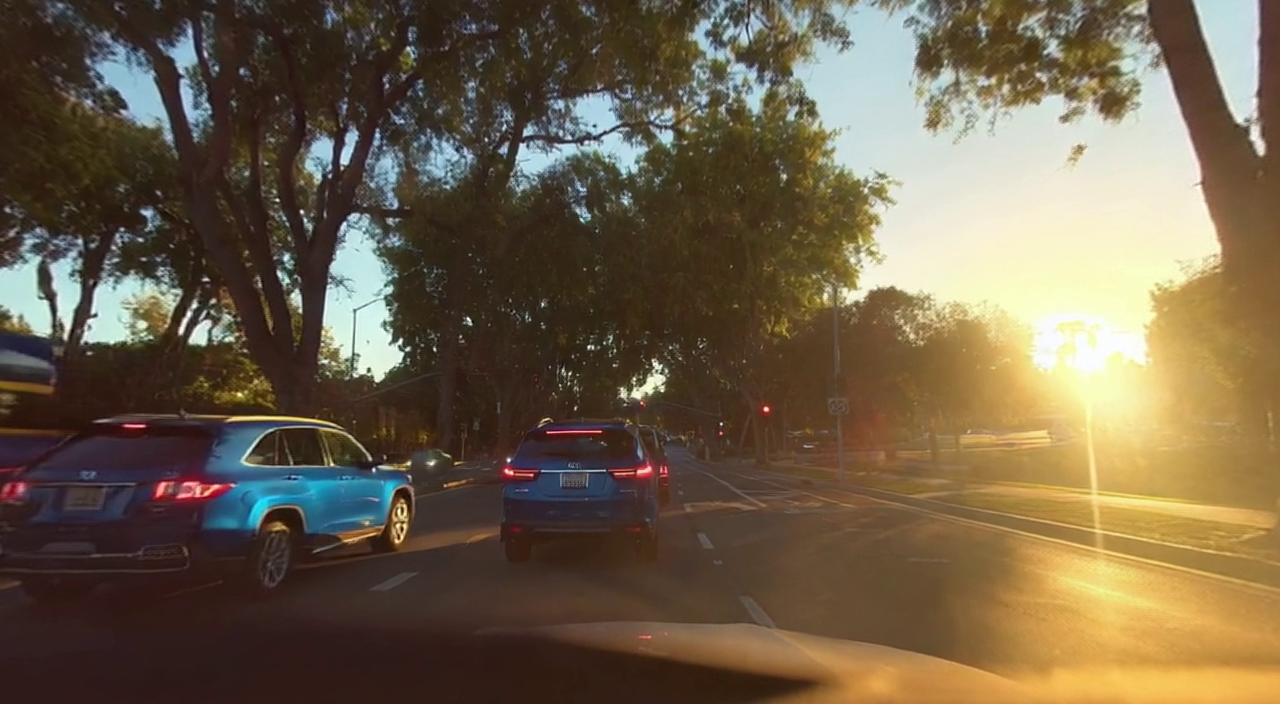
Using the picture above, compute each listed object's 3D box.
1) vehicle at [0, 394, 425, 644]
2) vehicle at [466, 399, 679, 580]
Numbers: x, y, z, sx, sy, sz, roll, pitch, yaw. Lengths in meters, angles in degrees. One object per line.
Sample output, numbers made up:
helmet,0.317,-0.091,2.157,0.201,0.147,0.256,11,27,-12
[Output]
vehicle,-4.073,1.458,6.580,2.009,1.673,4.454,0,-8,1
vehicle,-0.583,1.740,8.883,2.131,1.793,5.016,0,-8,2
